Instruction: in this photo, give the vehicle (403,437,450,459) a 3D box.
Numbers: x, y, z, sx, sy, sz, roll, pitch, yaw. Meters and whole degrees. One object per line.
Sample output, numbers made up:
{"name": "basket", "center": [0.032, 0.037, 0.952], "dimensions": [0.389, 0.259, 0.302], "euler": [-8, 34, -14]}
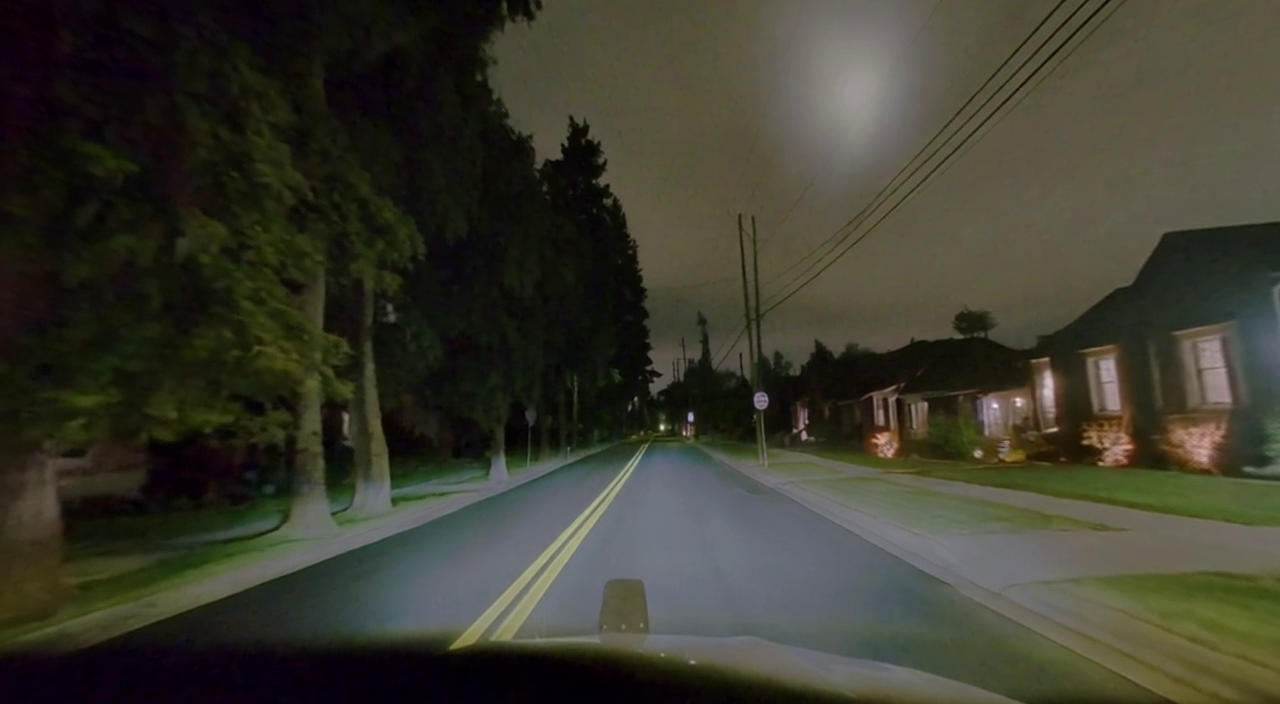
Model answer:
{"name": "vehicle", "center": [-16.105, 7.258, 47.782], "dimensions": [1.903, 1.500, 4.214], "euler": [-3, -8, 3]}
